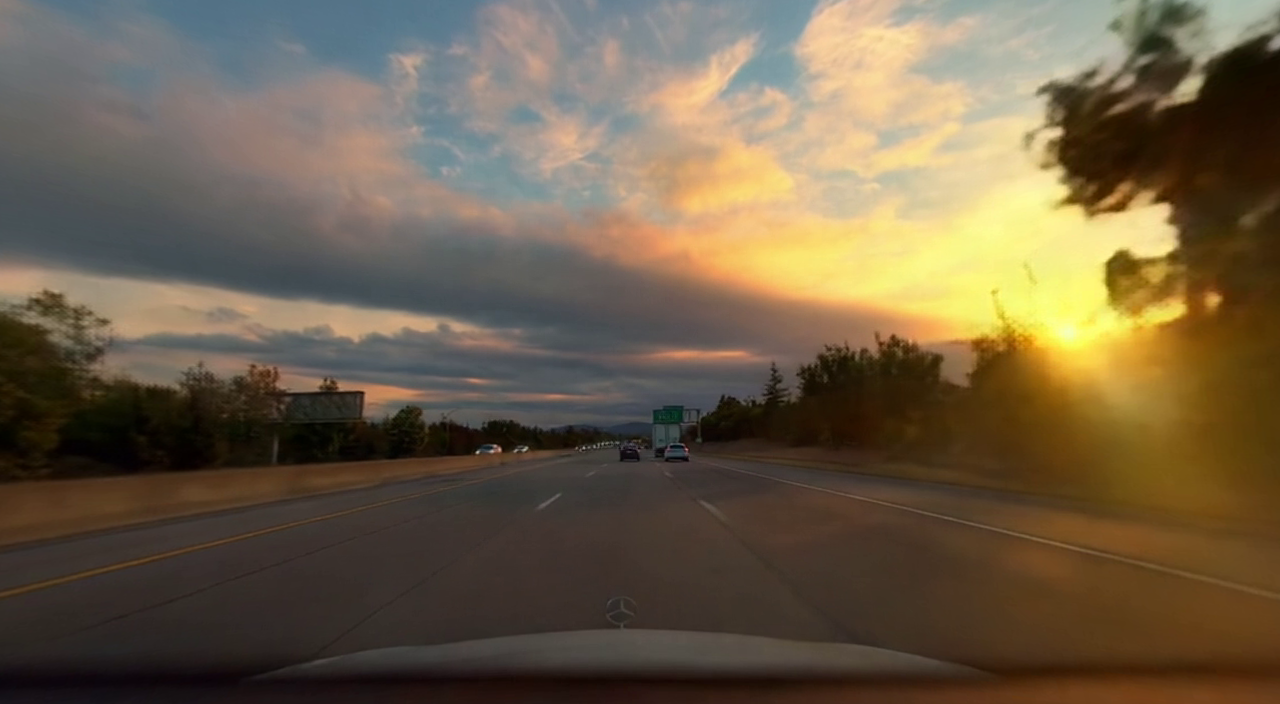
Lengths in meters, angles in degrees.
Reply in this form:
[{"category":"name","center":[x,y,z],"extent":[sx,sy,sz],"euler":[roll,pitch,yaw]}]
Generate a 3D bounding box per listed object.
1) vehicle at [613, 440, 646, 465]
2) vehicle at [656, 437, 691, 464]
[{"category":"vehicle","center":[-0.729,6.963,43.713],"extent":[2.173,1.598,4.293],"euler":[0,-9,-1]},{"category":"vehicle","center":[2.447,7.363,47.212],"extent":[2.139,1.925,4.312],"euler":[0,-9,-2]}]
